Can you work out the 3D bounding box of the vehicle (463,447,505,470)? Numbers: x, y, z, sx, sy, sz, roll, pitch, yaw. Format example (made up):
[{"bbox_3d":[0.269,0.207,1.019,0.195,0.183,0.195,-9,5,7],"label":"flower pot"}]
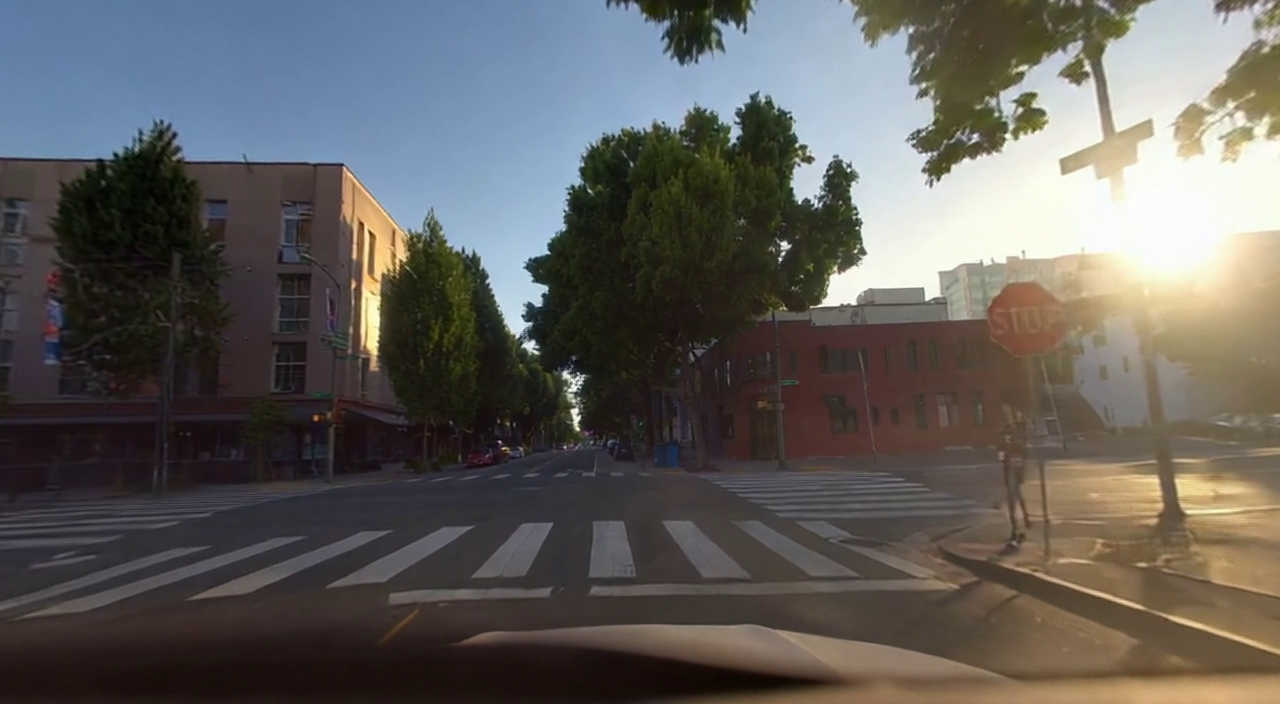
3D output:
[{"bbox_3d":[-10.750,7.346,43.830,2.033,1.491,4.298,0,-8,-3],"label":"vehicle"}]
